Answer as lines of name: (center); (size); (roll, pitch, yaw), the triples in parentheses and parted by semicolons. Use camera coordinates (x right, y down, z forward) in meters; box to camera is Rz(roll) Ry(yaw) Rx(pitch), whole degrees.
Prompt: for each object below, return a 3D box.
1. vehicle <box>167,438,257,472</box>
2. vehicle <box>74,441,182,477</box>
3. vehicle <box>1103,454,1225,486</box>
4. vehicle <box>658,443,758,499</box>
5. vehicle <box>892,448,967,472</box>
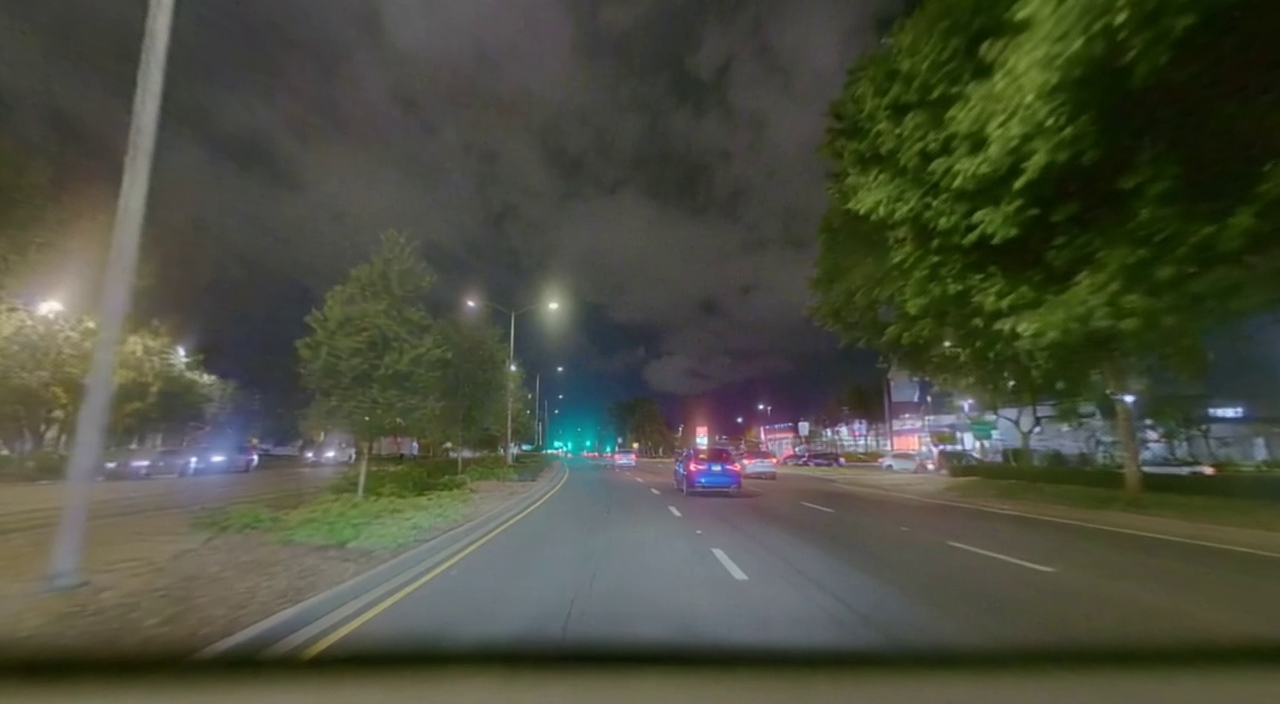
vehicle: (-24.561, 5.893, 36.360); (1.982, 1.811, 4.730); (0, -8, -2)
vehicle: (-24.406, 5.091, 30.227); (1.689, 1.595, 4.293); (0, -8, -3)
vehicle: (28.781, 6.469, 34.818); (1.905, 1.561, 4.816); (3, -9, -17)
vehicle: (1.847, 3.447, 18.759); (2.256, 1.451, 4.313); (1, -8, -4)
vehicle: (19.797, 7.345, 43.069); (4.424, 1.531, 2.008); (3, -9, -18)
